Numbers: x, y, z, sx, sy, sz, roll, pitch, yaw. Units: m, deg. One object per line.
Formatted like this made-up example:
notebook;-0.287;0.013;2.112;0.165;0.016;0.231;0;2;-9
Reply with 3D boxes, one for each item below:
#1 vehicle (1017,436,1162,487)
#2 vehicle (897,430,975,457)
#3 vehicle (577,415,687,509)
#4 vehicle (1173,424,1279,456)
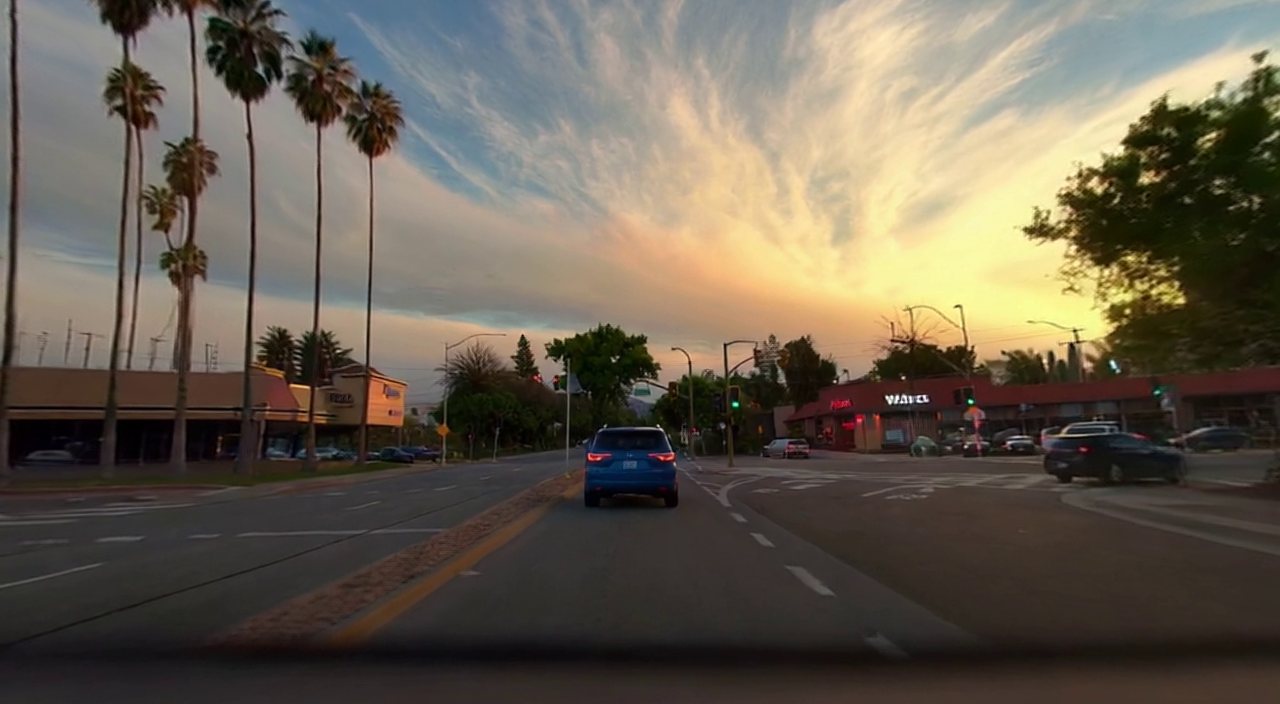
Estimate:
vehicle;15.343;3.672;21.572;4.542;1.560;2.086;4;-9;-28
vehicle;21.719;6.753;46.455;4.852;1.847;1.983;-6;-10;33
vehicle;-0.095;2.629;15.516;2.263;1.932;4.709;0;-8;2
vehicle;32.479;4.890;34.975;4.167;1.655;1.841;-5;-10;32
